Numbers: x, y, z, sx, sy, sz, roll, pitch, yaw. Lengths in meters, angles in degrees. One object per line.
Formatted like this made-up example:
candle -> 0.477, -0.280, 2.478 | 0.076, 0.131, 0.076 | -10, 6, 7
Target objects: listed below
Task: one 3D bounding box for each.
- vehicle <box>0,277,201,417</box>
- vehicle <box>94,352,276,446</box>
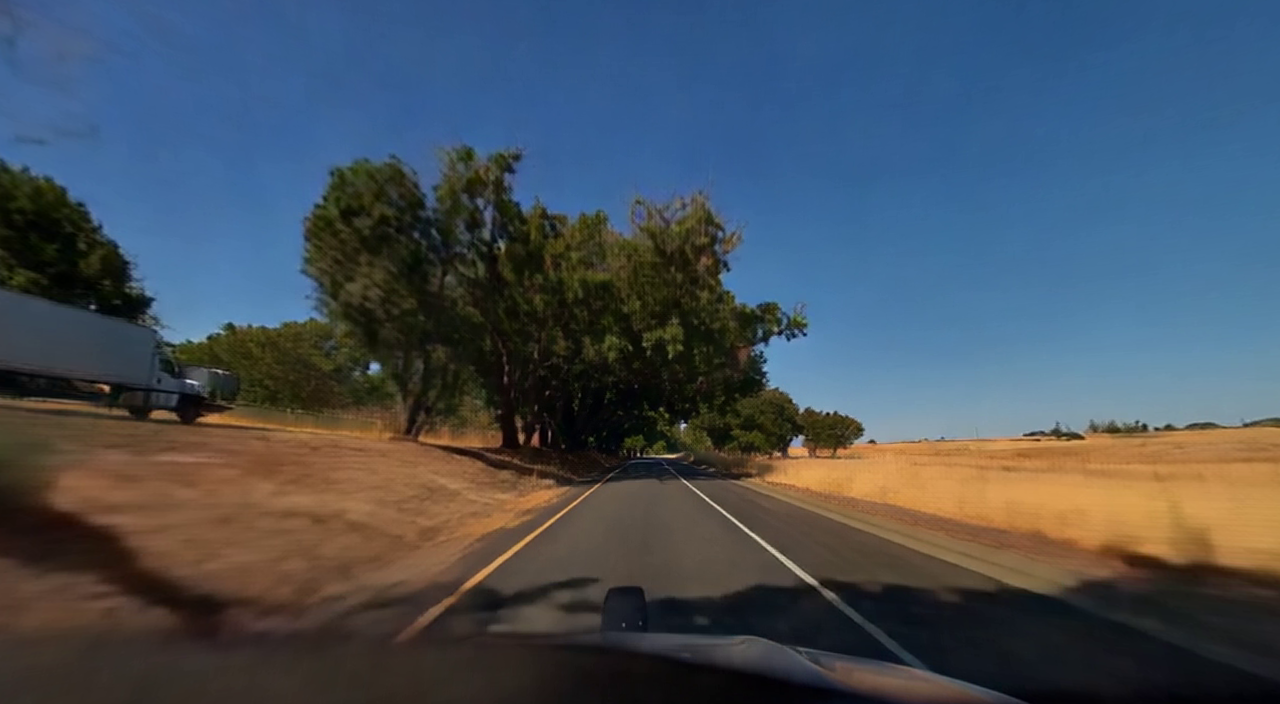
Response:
vehicle -> -24.653, -0.333, 23.971 | 3.314, 4.163, 16.558 | -1, -11, 3
vehicle -> -23.738, 2.657, 33.772 | 3.022, 4.324, 8.607 | -1, -7, 2
